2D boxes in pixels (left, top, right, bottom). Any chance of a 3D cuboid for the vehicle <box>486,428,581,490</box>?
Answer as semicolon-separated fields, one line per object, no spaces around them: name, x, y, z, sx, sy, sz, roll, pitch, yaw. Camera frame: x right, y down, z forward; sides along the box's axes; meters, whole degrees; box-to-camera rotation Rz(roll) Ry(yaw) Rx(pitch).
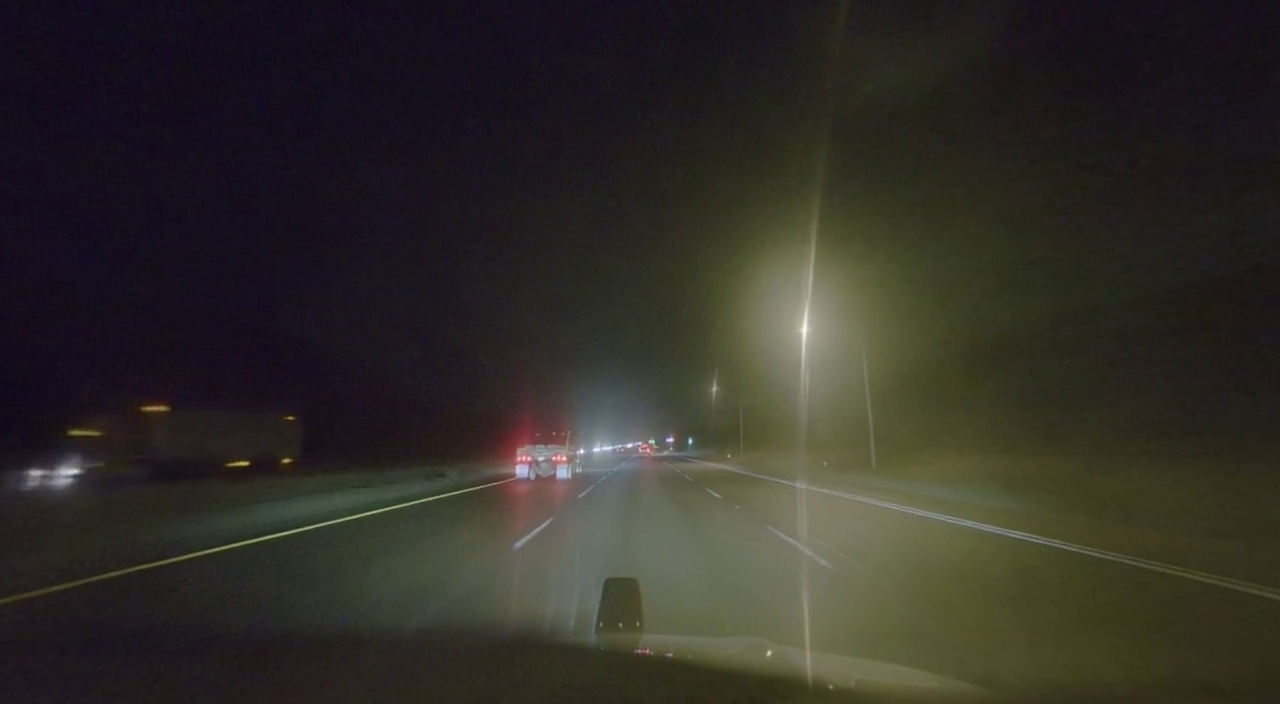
vehicle;-3.598;3.783;22.617;2.379;1.918;5.504;0;-9;1
